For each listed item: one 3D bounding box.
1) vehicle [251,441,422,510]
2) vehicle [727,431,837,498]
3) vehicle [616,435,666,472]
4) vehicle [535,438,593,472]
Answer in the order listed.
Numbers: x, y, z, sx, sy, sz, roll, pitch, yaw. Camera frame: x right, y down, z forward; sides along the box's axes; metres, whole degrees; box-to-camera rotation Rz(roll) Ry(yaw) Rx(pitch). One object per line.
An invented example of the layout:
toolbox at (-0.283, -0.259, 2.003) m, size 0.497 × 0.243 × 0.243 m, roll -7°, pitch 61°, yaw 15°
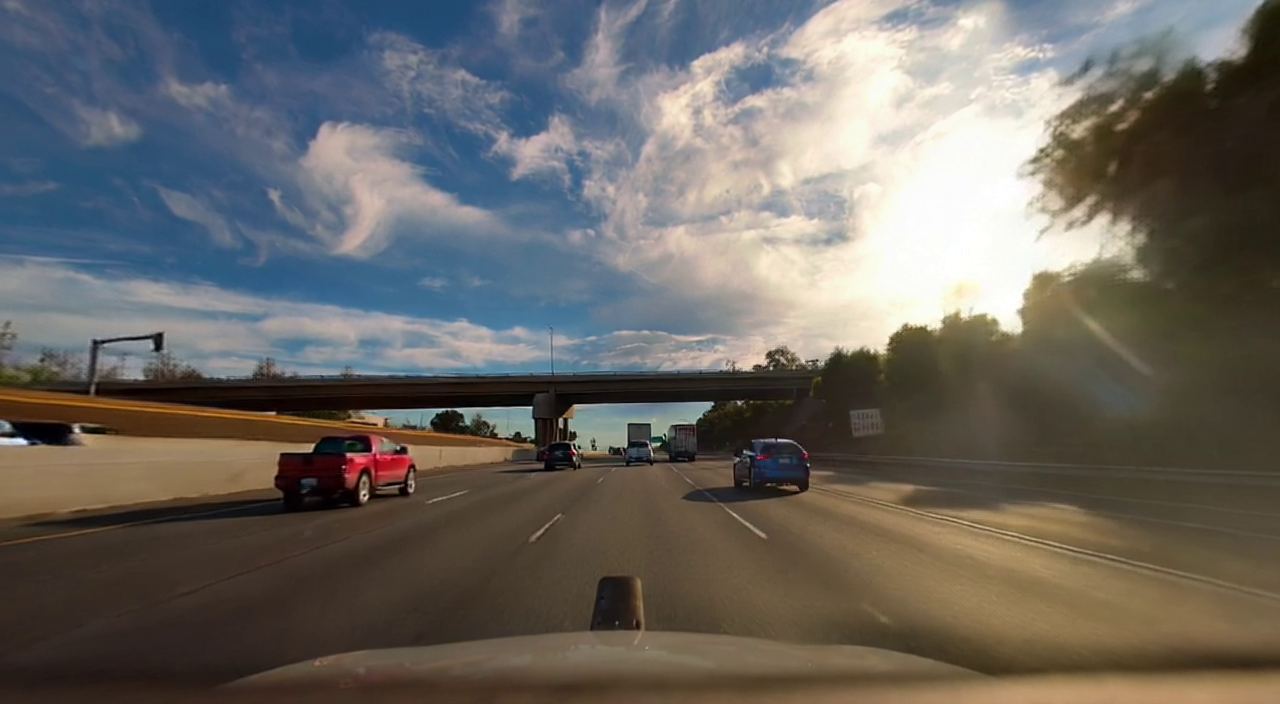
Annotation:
vehicle at (-7.185, 2.945, 15.616) m, size 1.947 × 1.444 × 4.595 m, roll 0°, pitch -9°, yaw 0°
vehicle at (3.897, 3.162, 18.099) m, size 2.119 × 1.653 × 4.000 m, roll 0°, pitch -9°, yaw -1°
vehicle at (0.033, 5.652, 35.376) m, size 2.572 × 1.837 × 5.693 m, roll 0°, pitch -9°, yaw 0°
vehicle at (-4.051, 5.593, 34.507) m, size 2.535 × 1.715 × 5.030 m, roll 0°, pitch -9°, yaw 0°
